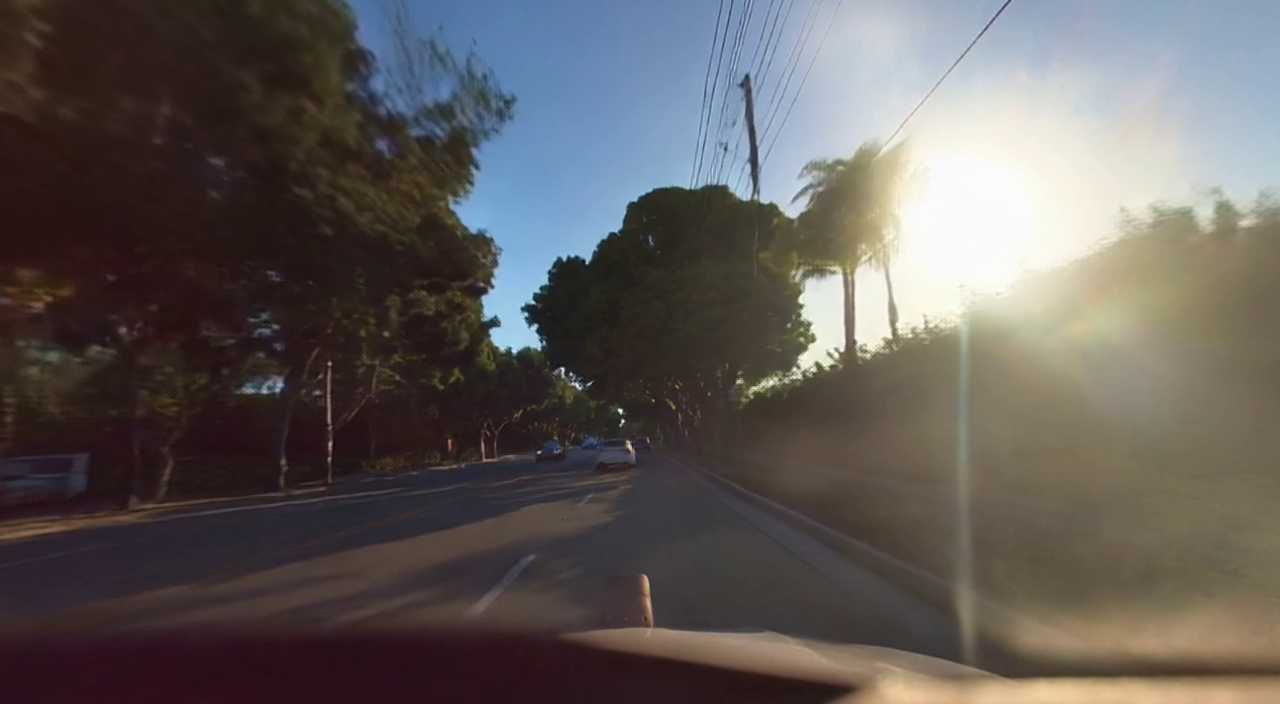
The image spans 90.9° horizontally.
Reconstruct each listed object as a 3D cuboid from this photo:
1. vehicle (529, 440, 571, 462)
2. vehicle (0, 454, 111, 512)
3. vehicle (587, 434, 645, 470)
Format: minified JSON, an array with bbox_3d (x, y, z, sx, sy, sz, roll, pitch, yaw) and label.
[{"bbox_3d":[-6.220,6.865,43.995,2.142,1.436,4.612,-1,-8,2],"label":"vehicle"},{"bbox_3d":[-18.214,3.627,17.659,4.916,1.474,2.008,0,-8,0],"label":"vehicle"},{"bbox_3d":[-0.982,4.463,28.279,2.153,1.461,4.374,-1,-8,3],"label":"vehicle"}]
